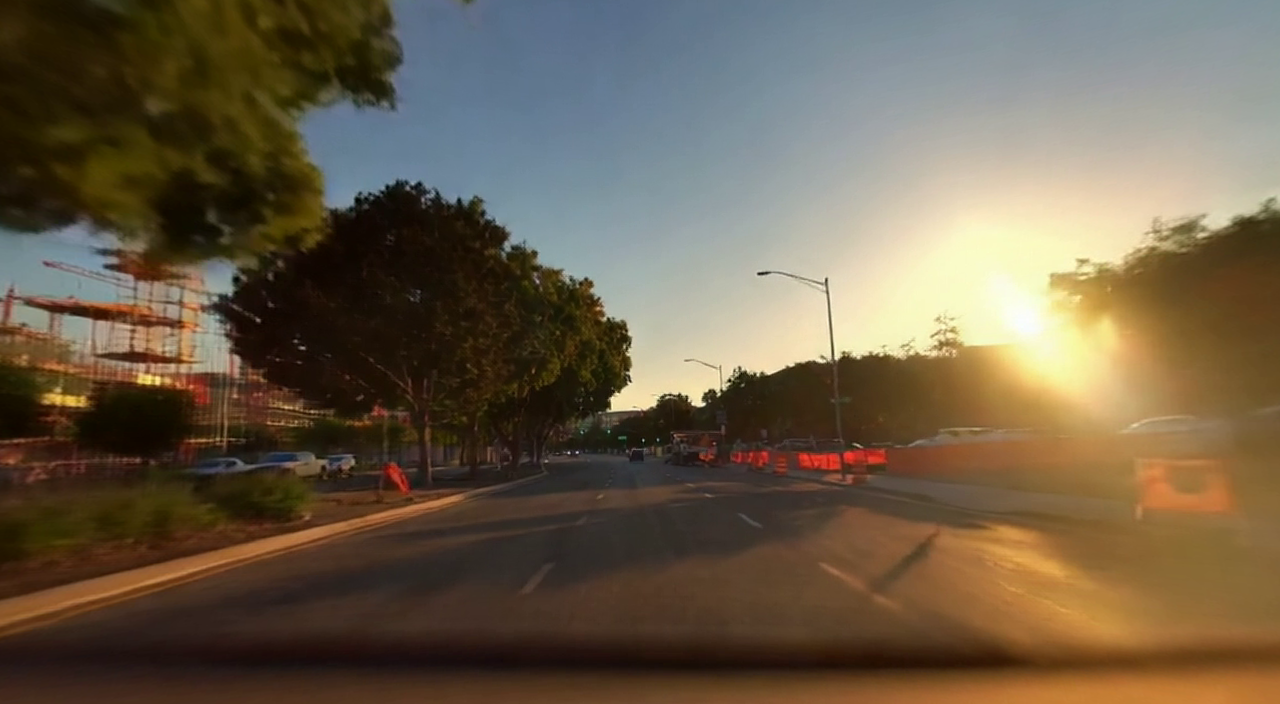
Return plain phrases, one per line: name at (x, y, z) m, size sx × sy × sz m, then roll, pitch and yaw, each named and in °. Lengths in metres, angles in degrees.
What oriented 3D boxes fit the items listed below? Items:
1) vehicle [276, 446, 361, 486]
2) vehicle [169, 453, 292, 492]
vehicle at (-18.072, 6.429, 35.777) m, size 2.286 × 2.069 × 5.077 m, roll 1°, pitch -9°, yaw -3°
vehicle at (-21.801, 6.407, 33.929) m, size 2.328 × 1.918 × 5.628 m, roll -1°, pitch -9°, yaw 7°
